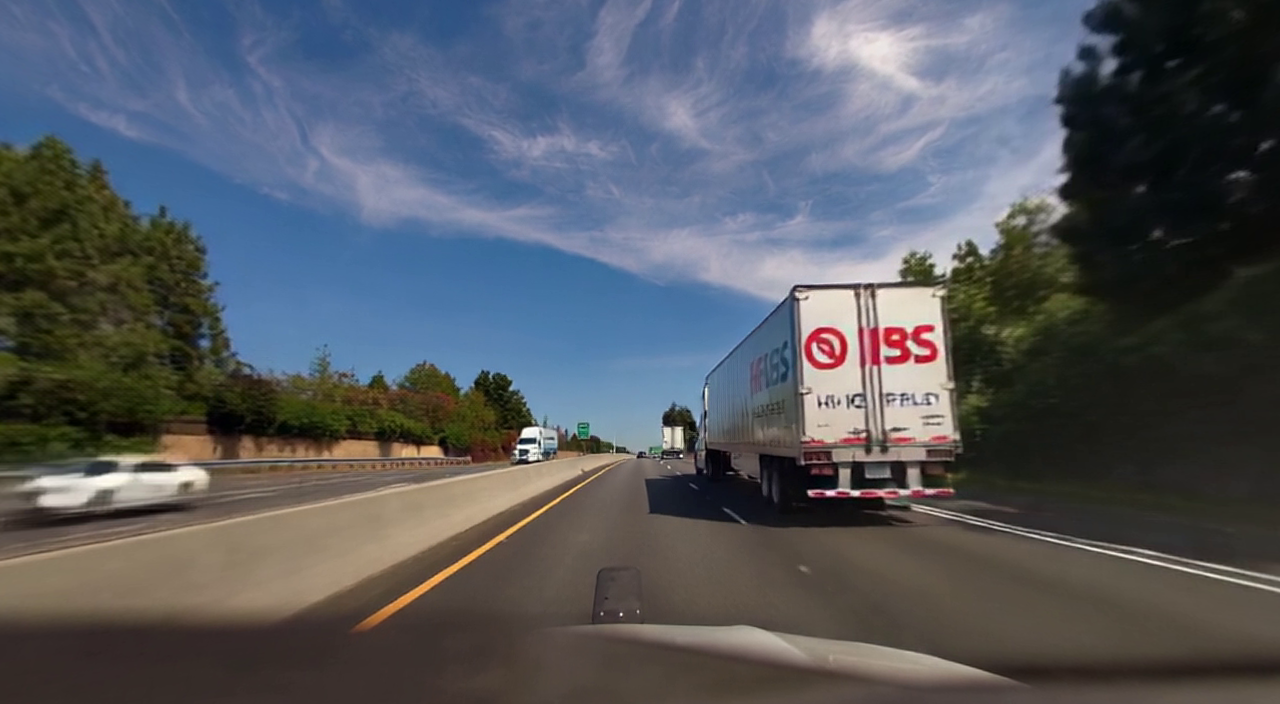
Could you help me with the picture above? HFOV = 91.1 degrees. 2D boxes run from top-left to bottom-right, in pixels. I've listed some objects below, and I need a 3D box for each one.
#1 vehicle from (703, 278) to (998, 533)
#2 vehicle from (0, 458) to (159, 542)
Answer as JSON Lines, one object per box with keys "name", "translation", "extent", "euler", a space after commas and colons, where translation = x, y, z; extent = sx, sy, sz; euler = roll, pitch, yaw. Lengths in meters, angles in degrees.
{"name": "vehicle", "translation": [3.990, 1.890, 16.998], "extent": [2.926, 4.060, 14.068], "euler": [0, -9, -1]}
{"name": "vehicle", "translation": [-12.571, 2.972, 13.056], "extent": [1.831, 1.460, 4.183], "euler": [0, -9, -1]}
